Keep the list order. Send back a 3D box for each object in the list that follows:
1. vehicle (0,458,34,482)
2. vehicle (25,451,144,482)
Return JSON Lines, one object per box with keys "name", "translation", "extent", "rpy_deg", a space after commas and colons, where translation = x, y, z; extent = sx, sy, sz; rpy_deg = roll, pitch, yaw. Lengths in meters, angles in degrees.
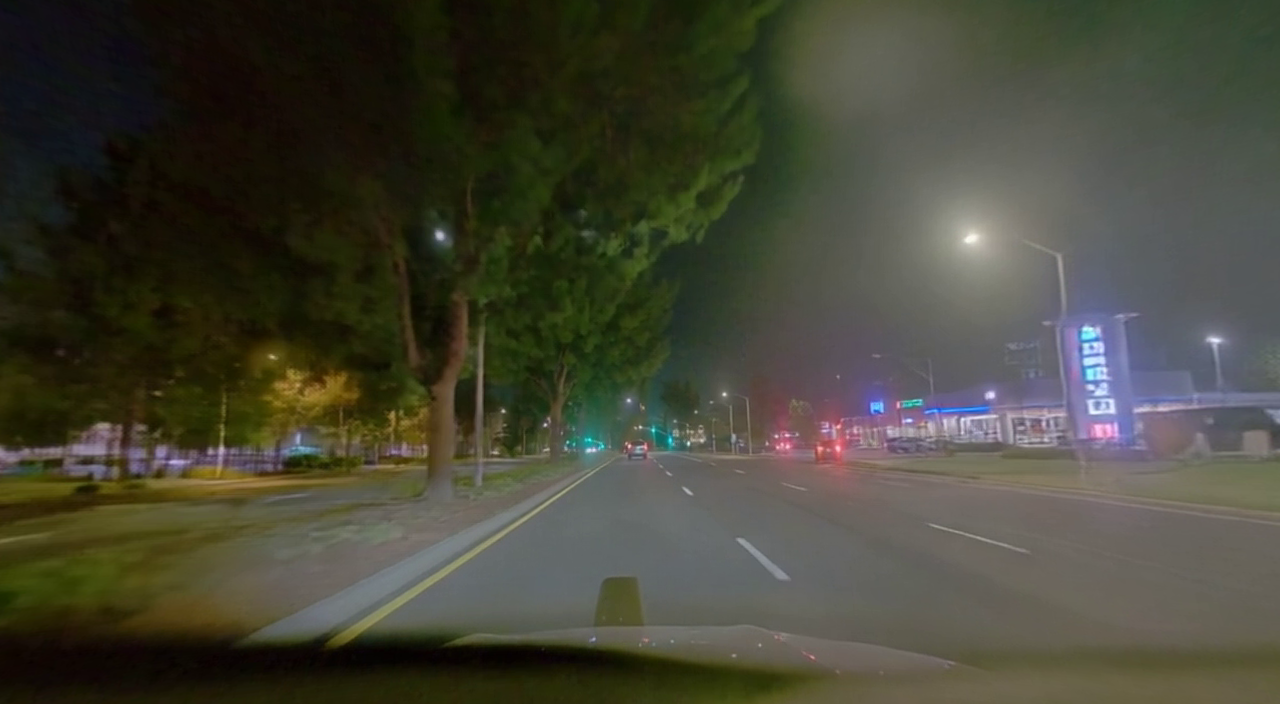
{"name": "vehicle", "translation": [-41.721, 7.780, 41.578], "extent": [4.398, 1.444, 2.145], "rpy_deg": [-10, -12, 40]}
{"name": "vehicle", "translation": [-29.690, 6.101, 33.888], "extent": [4.408, 1.568, 2.052], "rpy_deg": [0, -9, 0]}
